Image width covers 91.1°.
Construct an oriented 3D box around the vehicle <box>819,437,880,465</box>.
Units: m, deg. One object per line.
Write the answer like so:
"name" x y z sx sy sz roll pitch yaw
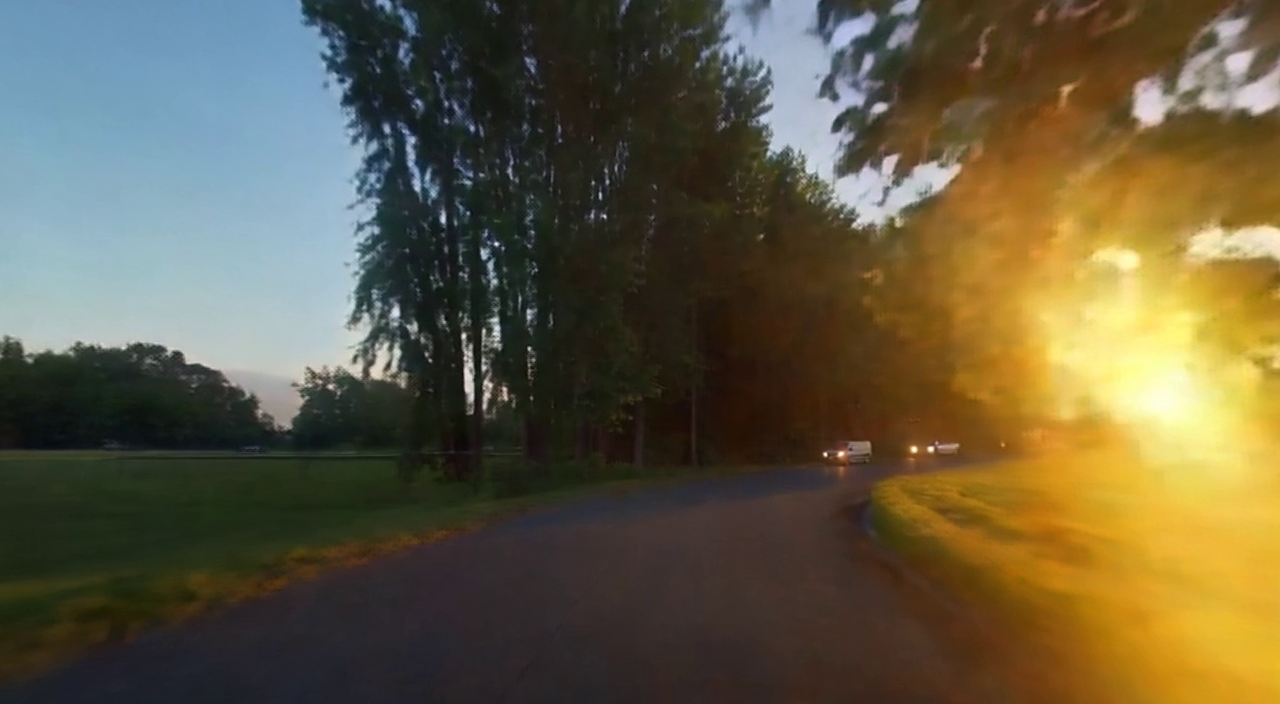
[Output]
"vehicle" 14.204 6.677 42.488 4.257 1.789 1.988 8 -11 -41
